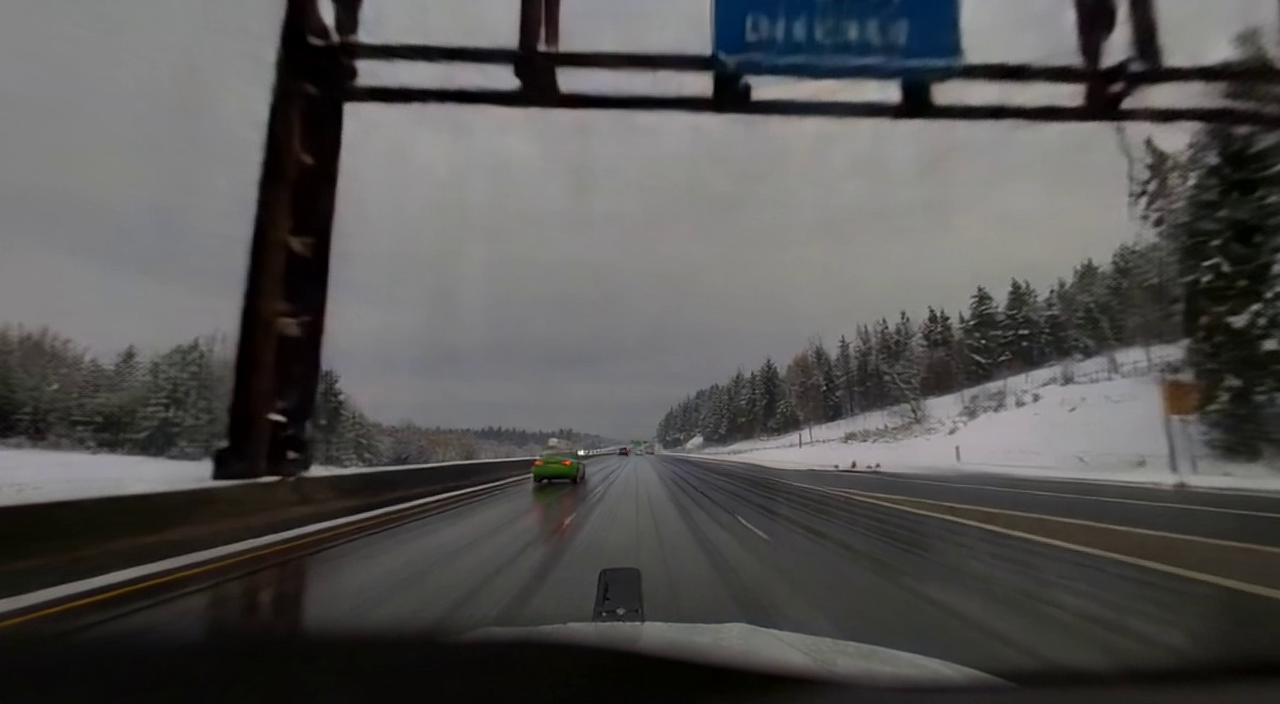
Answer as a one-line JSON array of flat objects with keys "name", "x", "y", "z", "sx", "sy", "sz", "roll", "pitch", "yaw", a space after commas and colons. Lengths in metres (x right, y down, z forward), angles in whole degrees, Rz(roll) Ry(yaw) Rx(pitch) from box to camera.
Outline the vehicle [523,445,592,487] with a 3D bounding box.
[{"name": "vehicle", "x": -3.223, "y": 4.558, "z": 25.573, "sx": 2.180, "sy": 1.537, "sz": 4.459, "roll": 0, "pitch": -9, "yaw": 0}]
